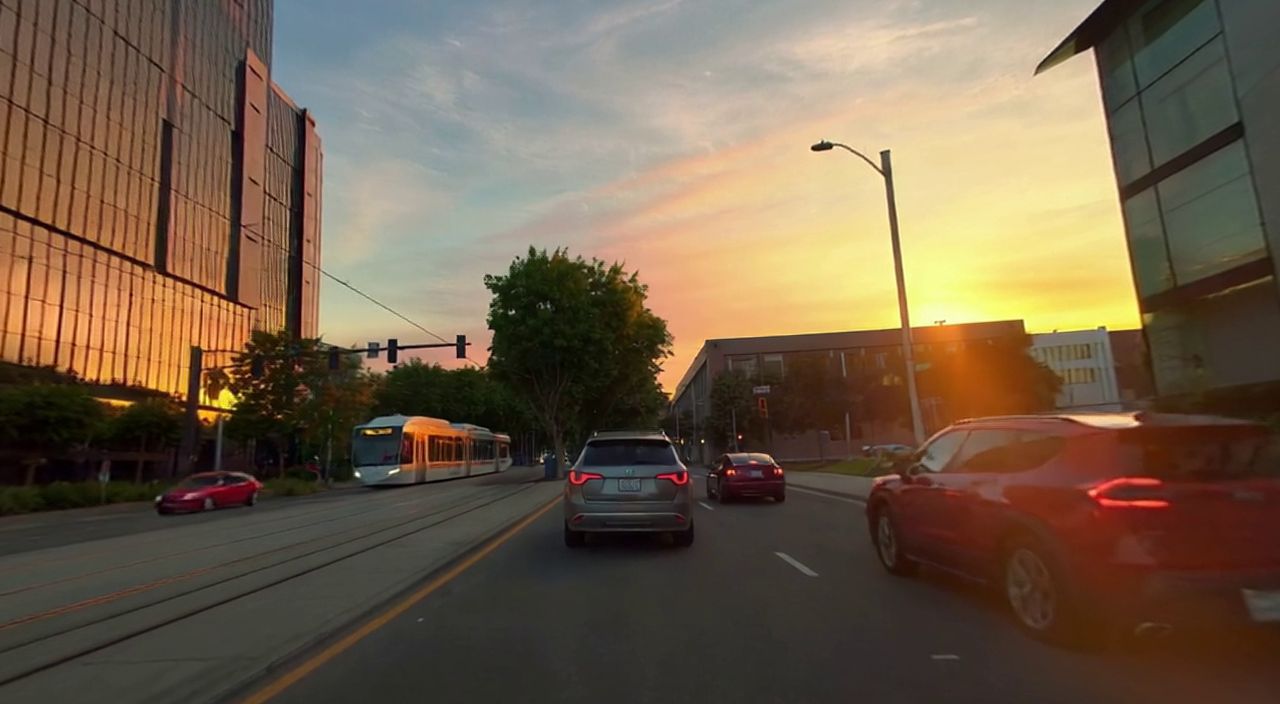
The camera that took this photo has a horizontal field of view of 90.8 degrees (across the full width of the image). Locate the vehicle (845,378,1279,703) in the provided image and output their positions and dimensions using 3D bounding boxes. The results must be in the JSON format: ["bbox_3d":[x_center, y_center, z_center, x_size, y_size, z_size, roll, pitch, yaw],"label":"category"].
[{"bbox_3d":[3.571,1.323,5.406,2.029,1.717,4.624,0,-8,-1],"label":"vehicle"}]

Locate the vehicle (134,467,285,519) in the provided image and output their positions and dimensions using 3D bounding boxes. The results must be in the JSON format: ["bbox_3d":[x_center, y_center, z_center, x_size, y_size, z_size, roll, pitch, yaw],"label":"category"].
[{"bbox_3d":[-15.001,4.921,22.434,2.077,1.458,4.718,0,-8,0],"label":"vehicle"}]

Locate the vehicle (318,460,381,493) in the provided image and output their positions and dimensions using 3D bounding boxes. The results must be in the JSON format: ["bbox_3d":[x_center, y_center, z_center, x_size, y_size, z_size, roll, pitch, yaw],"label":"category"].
[{"bbox_3d":[-18.909,8.105,41.406,1.933,1.919,4.913,0,-8,-2],"label":"vehicle"}]

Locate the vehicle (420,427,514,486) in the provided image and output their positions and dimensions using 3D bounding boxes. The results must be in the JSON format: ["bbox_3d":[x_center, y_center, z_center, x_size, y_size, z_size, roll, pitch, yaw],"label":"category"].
[{"bbox_3d":[-10.970,6.763,41.498,3.053,3.359,10.539,0,-8,1],"label":"vehicle"}]

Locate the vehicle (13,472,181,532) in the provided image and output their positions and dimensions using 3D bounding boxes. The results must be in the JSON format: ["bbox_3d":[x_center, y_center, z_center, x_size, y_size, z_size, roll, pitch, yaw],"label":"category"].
[{"bbox_3d":[-19.053,5.223,22.531,2.066,1.700,4.536,0,-8,-2],"label":"vehicle"}]

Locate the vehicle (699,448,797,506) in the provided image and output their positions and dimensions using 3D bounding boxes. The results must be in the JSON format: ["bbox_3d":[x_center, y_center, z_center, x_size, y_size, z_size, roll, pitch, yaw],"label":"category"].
[{"bbox_3d":[3.023,3.583,18.667,1.993,1.480,4.324,0,-9,-2],"label":"vehicle"}]

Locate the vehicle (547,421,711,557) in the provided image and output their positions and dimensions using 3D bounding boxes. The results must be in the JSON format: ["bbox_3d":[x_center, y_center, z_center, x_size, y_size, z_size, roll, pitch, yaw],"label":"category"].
[{"bbox_3d":[-0.230,2.137,10.601,2.178,1.779,4.255,0,-8,-2],"label":"vehicle"}]
